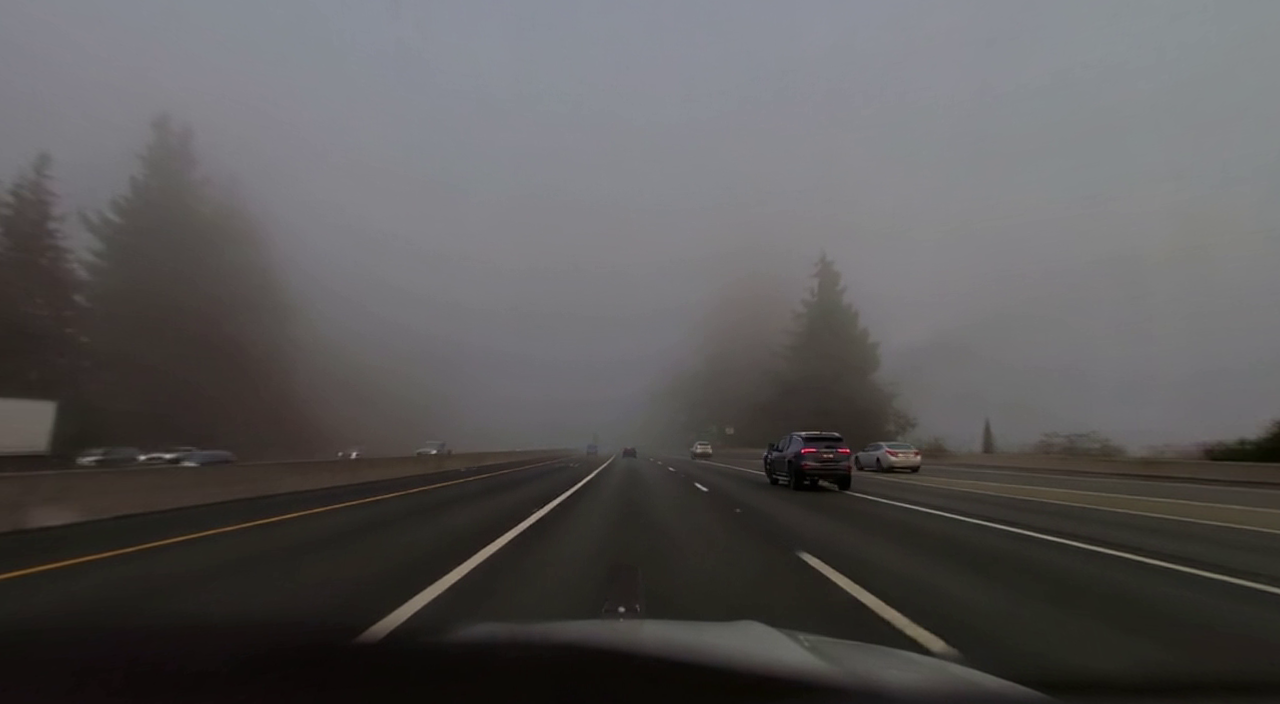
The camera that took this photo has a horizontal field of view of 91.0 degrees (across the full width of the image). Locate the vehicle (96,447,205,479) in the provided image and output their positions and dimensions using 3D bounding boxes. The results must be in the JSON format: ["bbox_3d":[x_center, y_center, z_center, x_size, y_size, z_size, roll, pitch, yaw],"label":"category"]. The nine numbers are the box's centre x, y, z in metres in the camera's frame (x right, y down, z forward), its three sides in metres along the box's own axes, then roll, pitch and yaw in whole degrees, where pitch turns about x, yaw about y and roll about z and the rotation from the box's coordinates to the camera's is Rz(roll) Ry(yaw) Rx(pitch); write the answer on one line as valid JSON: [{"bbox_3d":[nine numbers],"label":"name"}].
[{"bbox_3d":[-24.867,5.635,32.216,1.860,1.459,4.716,0,-8,-1],"label":"vehicle"}]

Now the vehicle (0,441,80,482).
[{"bbox_3d":[-28.348,4.887,28.304,1.965,1.714,4.772,0,-8,-1],"label":"vehicle"}]

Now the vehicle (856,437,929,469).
[{"bbox_3d":[13.849,5.549,34.797,2.072,1.611,4.387,0,-8,-2],"label":"vehicle"}]

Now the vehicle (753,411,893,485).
[{"bbox_3d":[6.593,3.651,24.191,2.779,2.339,8.073,0,-8,-1],"label":"vehicle"}]
